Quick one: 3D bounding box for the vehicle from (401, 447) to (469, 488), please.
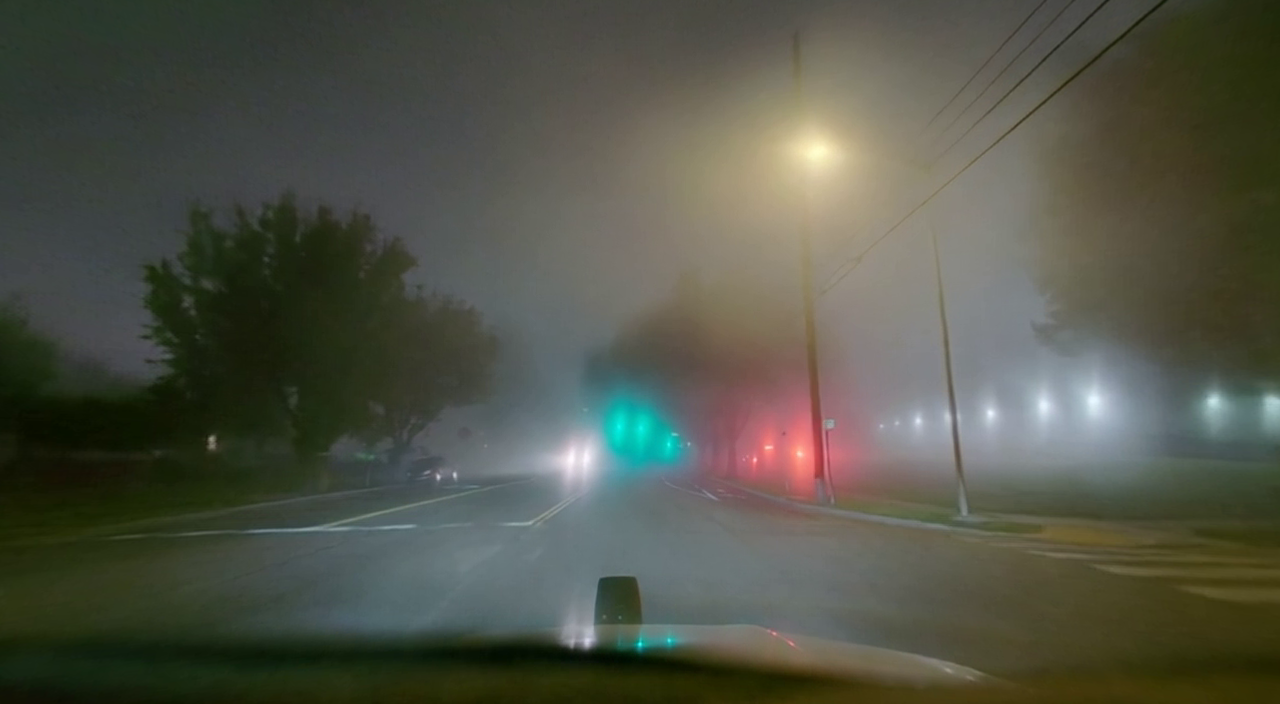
[{"bbox_3d":[-11.142,6.279,34.720,2.024,1.795,5.054,-8,-9,-2],"label":"vehicle"}]

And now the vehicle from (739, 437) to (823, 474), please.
[{"bbox_3d":[9.811,7.129,43.849,5.565,2.036,1.907,0,-6,-26],"label":"vehicle"}]
